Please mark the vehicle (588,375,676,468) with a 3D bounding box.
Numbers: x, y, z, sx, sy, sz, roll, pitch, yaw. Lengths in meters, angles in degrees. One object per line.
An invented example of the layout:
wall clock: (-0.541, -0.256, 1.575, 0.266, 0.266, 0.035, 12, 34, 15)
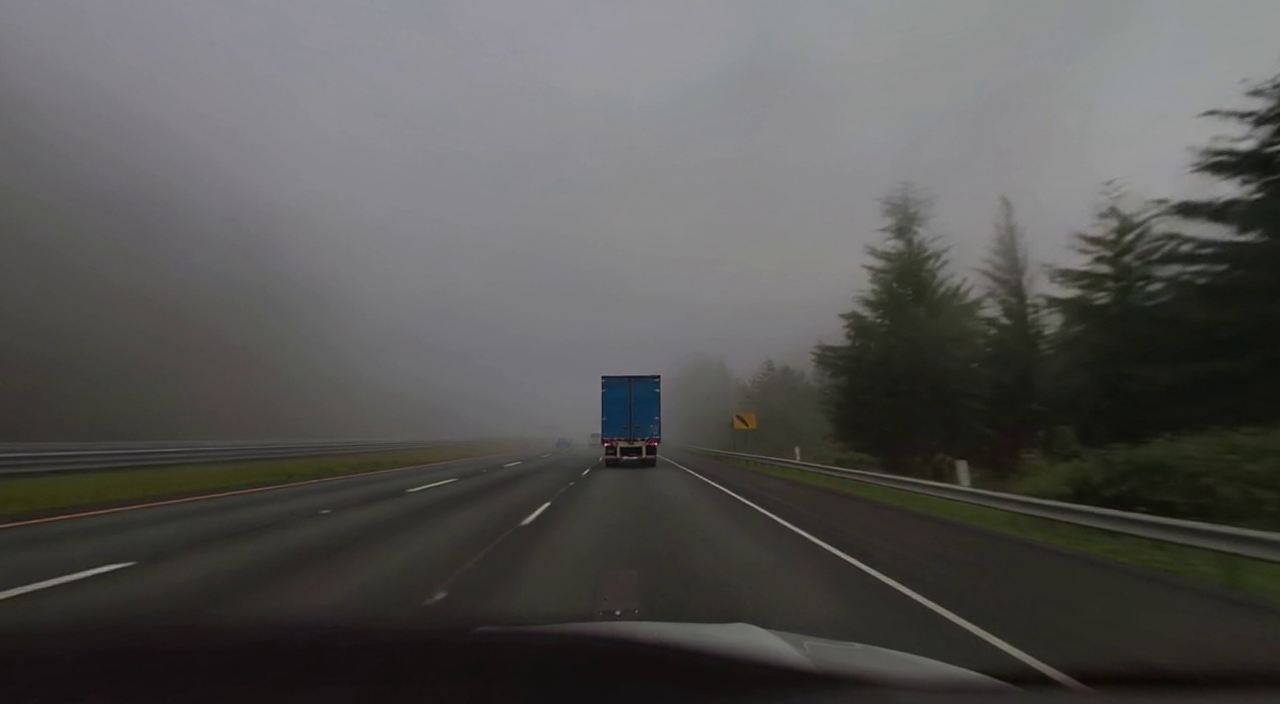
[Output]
vehicle: (-0.420, 3.483, 30.378, 3.033, 3.223, 14.836, 4, -7, -1)
